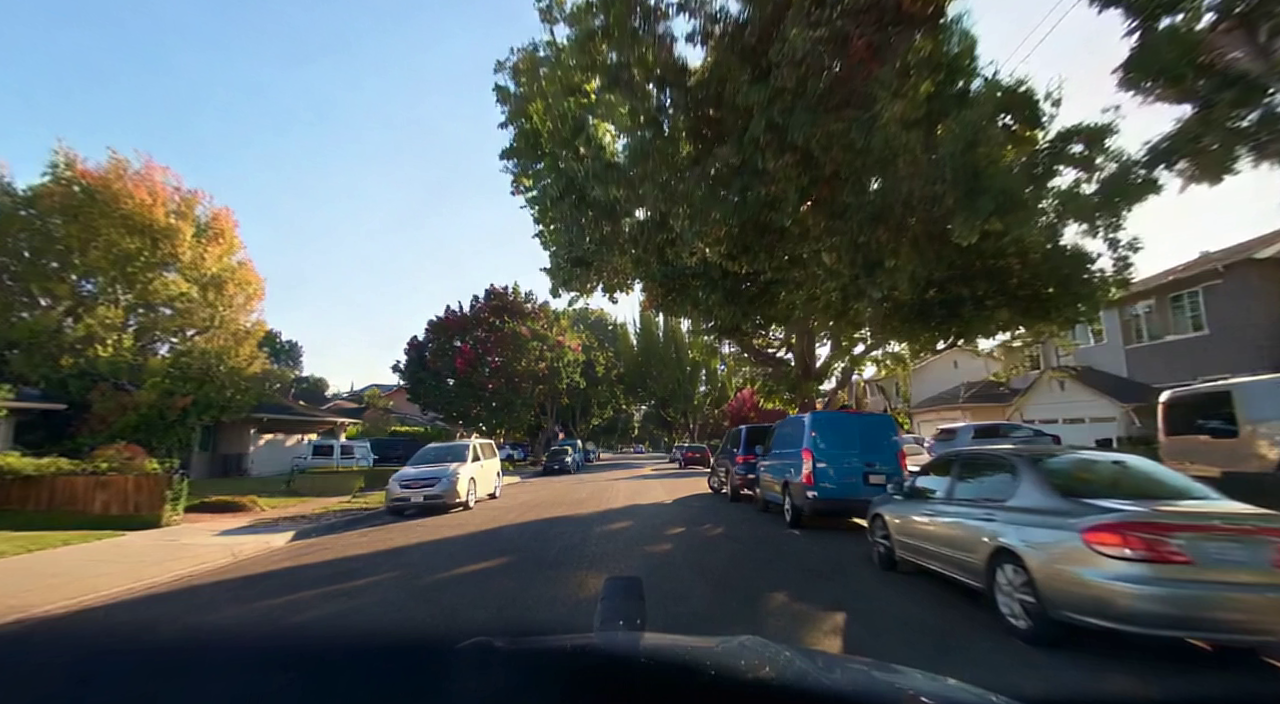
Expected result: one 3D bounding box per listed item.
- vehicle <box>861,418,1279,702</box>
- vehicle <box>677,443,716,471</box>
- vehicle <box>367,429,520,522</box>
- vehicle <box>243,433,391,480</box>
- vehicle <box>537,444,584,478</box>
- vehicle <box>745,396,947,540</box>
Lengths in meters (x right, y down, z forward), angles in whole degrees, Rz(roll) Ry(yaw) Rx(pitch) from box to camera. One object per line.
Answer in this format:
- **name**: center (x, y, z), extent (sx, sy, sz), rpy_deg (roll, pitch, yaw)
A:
- **vehicle**: center (3.992, 1.537, 6.060), extent (1.908, 1.543, 5.022), rpy_deg (0, -9, 0)
- **vehicle**: center (3.901, 7.373, 44.608), extent (2.152, 1.810, 5.846), rpy_deg (0, -9, 0)
- **vehicle**: center (-4.878, 3.112, 16.855), extent (2.364, 1.968, 5.671), rpy_deg (-1, -8, -1)
- **vehicle**: center (-12.854, 4.170, 25.386), extent (4.739, 1.744, 2.135), rpy_deg (0, -8, -1)
- **vehicle**: center (-4.773, 6.592, 38.538), extent (2.116, 1.659, 4.832), rpy_deg (-3, -7, 1)
- **vehicle**: center (3.522, 2.122, 12.024), extent (2.144, 2.166, 4.766), rpy_deg (0, -9, -1)
